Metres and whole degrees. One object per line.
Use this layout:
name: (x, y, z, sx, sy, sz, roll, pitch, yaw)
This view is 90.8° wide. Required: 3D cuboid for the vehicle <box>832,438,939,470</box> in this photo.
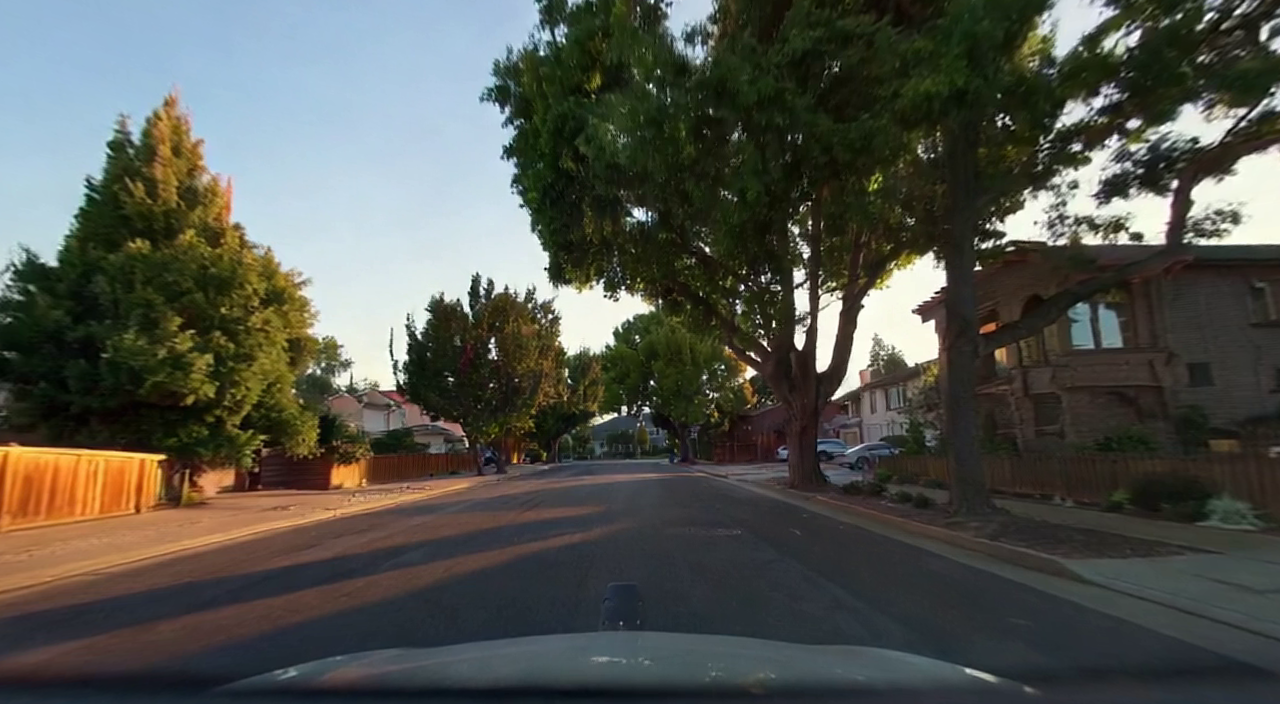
vehicle: (11.787, 4.928, 30.600, 4.415, 1.457, 1.797, 0, -9, 1)
